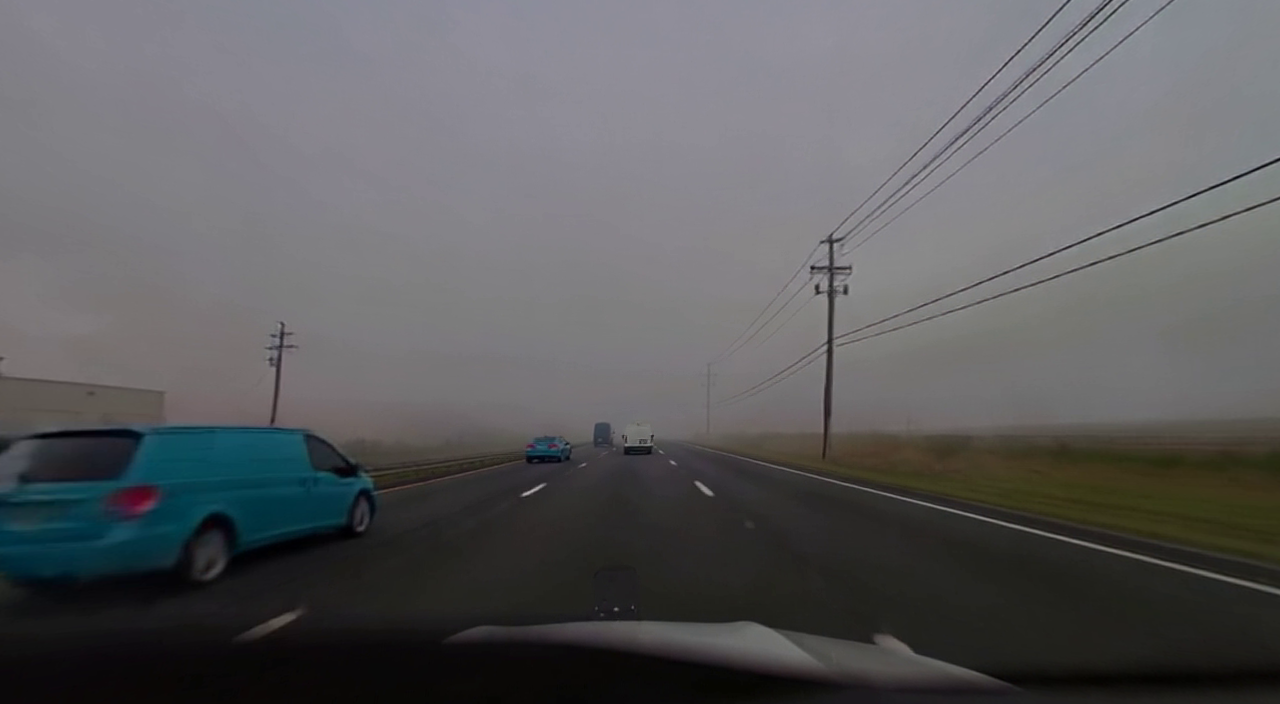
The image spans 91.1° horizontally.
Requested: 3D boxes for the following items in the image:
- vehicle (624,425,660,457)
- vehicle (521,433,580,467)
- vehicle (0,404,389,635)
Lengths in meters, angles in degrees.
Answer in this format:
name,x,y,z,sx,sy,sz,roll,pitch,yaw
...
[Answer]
name,x,y,z,sx,sy,sz,roll,pitch,yaw
vehicle,0.102,5.823,41.331,2.213,1.997,4.456,0,-8,-1
vehicle,-4.169,4.642,30.153,2.087,1.464,4.853,0,-8,0
vehicle,-4.451,1.425,6.419,2.058,1.557,4.125,0,-8,0
